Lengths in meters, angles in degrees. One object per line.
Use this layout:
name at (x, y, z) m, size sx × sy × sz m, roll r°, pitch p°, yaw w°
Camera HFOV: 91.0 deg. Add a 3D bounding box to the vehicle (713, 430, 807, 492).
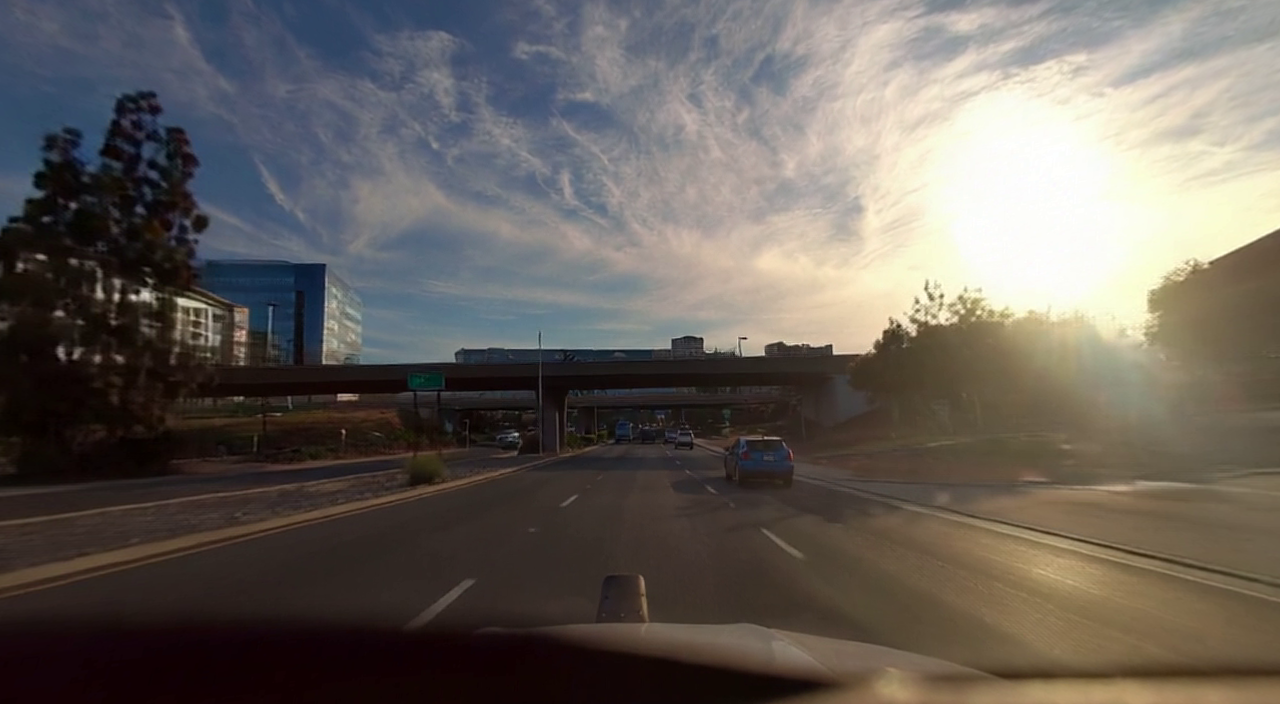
vehicle at (3.639, 3.406, 20.020) m, size 2.110 × 1.712 × 4.489 m, roll 0°, pitch -9°, yaw 0°
